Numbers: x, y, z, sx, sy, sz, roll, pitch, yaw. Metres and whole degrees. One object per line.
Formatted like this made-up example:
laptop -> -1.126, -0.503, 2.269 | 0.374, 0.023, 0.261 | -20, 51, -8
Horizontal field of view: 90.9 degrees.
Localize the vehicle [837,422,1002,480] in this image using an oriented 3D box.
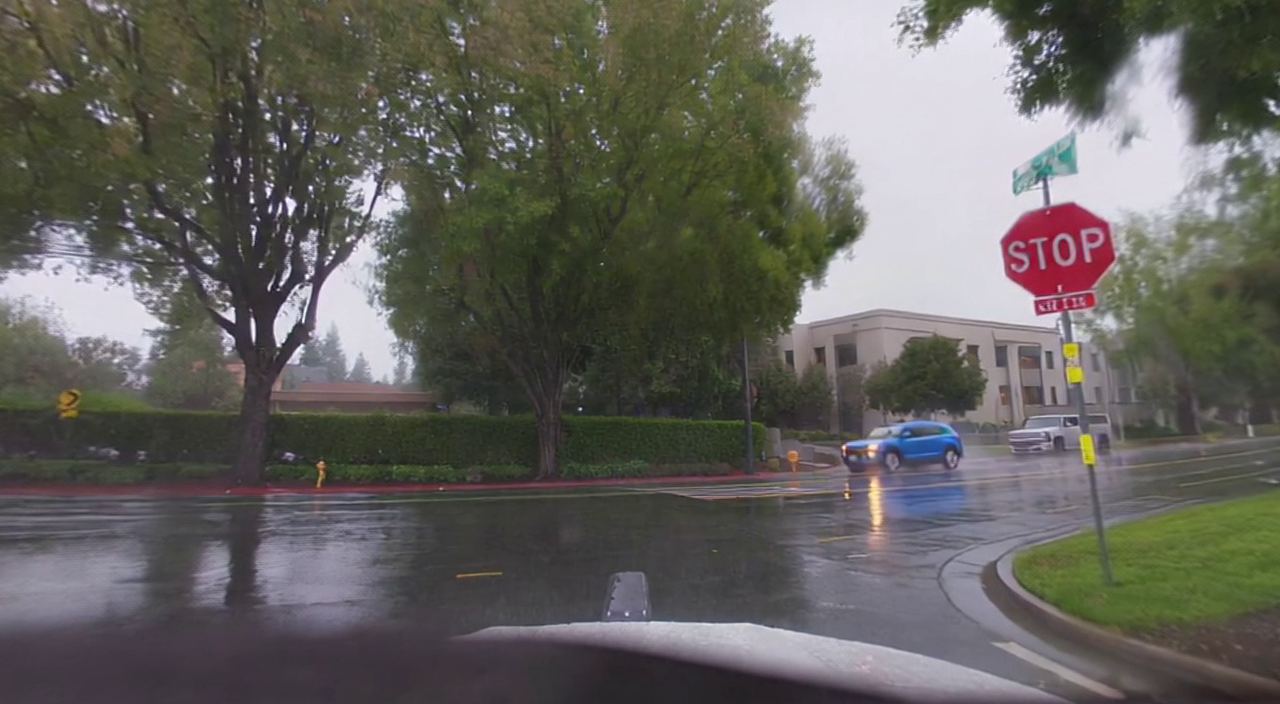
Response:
vehicle -> 8.110, 2.837, 18.231 | 4.473, 1.474, 2.108 | 5, -10, -31
